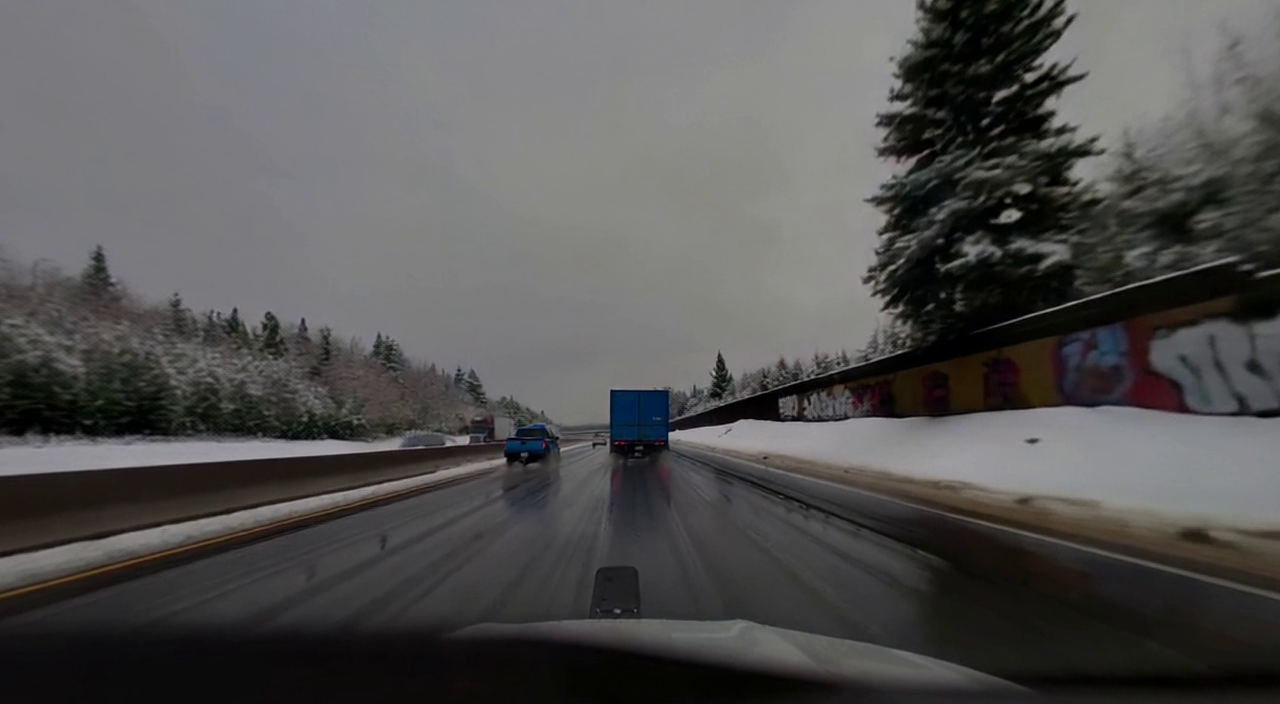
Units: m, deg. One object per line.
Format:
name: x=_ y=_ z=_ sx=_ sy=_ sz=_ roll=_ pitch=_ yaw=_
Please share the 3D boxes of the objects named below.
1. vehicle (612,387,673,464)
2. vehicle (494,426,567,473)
vehicle: x=0.031 y=4.141 z=34.739 sx=2.927 sy=3.649 sz=9.443 roll=0 pitch=-8 yaw=-1
vehicle: x=-4.172 y=3.779 z=24.665 sx=2.058 sy=1.645 sz=4.130 roll=0 pitch=-8 yaw=0
